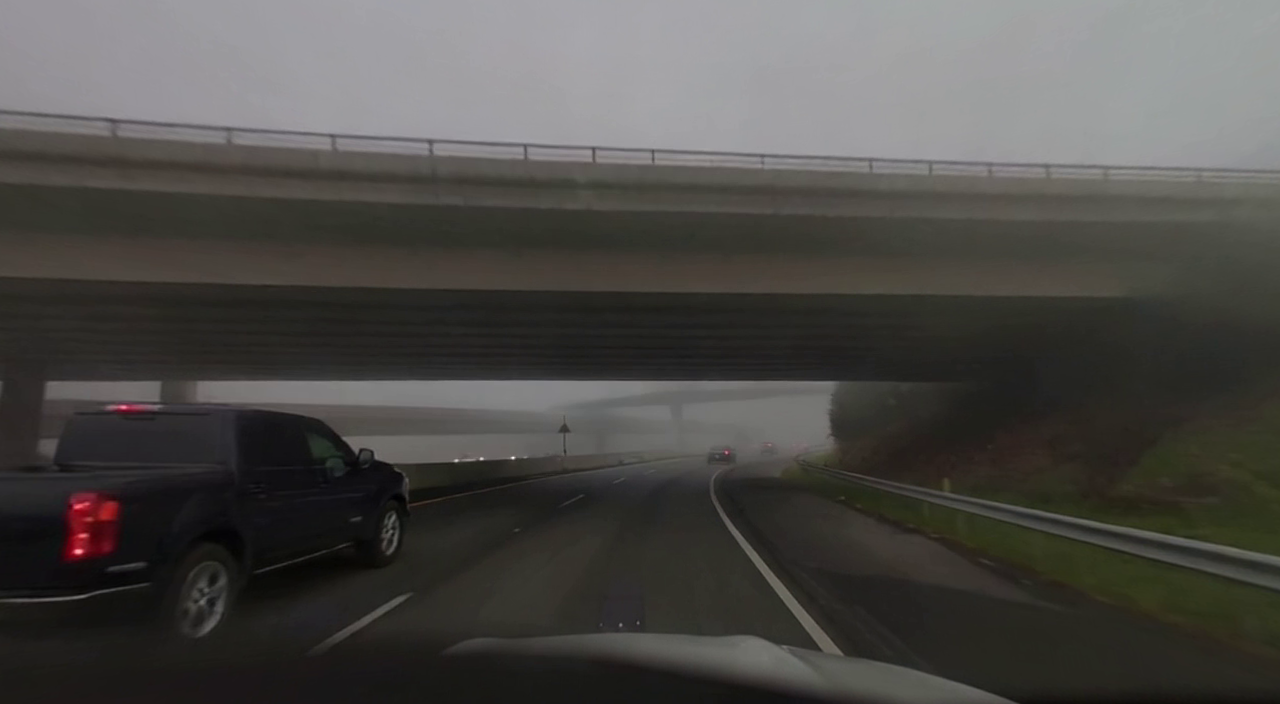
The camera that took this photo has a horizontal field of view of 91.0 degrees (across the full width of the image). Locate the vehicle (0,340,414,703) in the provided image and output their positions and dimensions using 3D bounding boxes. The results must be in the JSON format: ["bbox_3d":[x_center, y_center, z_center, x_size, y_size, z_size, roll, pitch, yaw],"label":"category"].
[{"bbox_3d":[-3.435,1.028,3.961,2.106,1.640,4.853,0,-9,2],"label":"vehicle"}]
